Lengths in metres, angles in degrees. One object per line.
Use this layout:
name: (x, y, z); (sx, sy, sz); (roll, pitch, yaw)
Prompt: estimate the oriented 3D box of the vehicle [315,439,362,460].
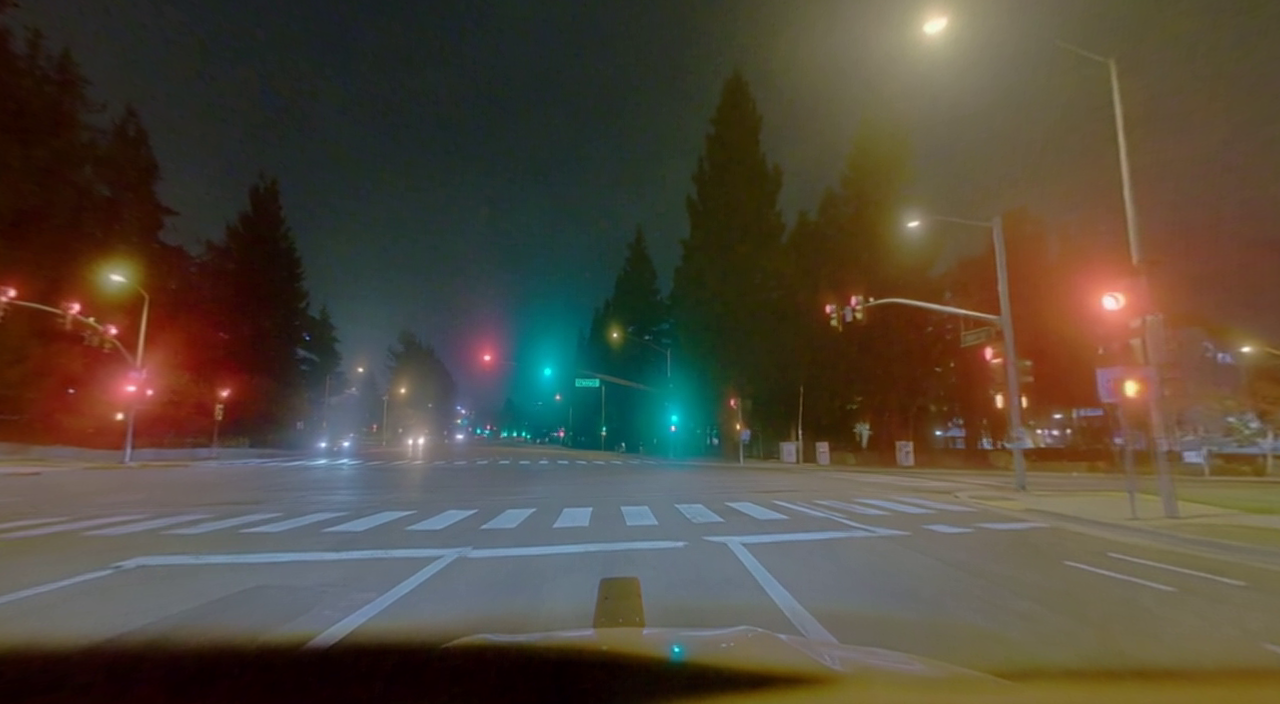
vehicle: (-21.966, 7.099, 46.203); (1.918, 1.432, 4.433); (1, -9, -10)
